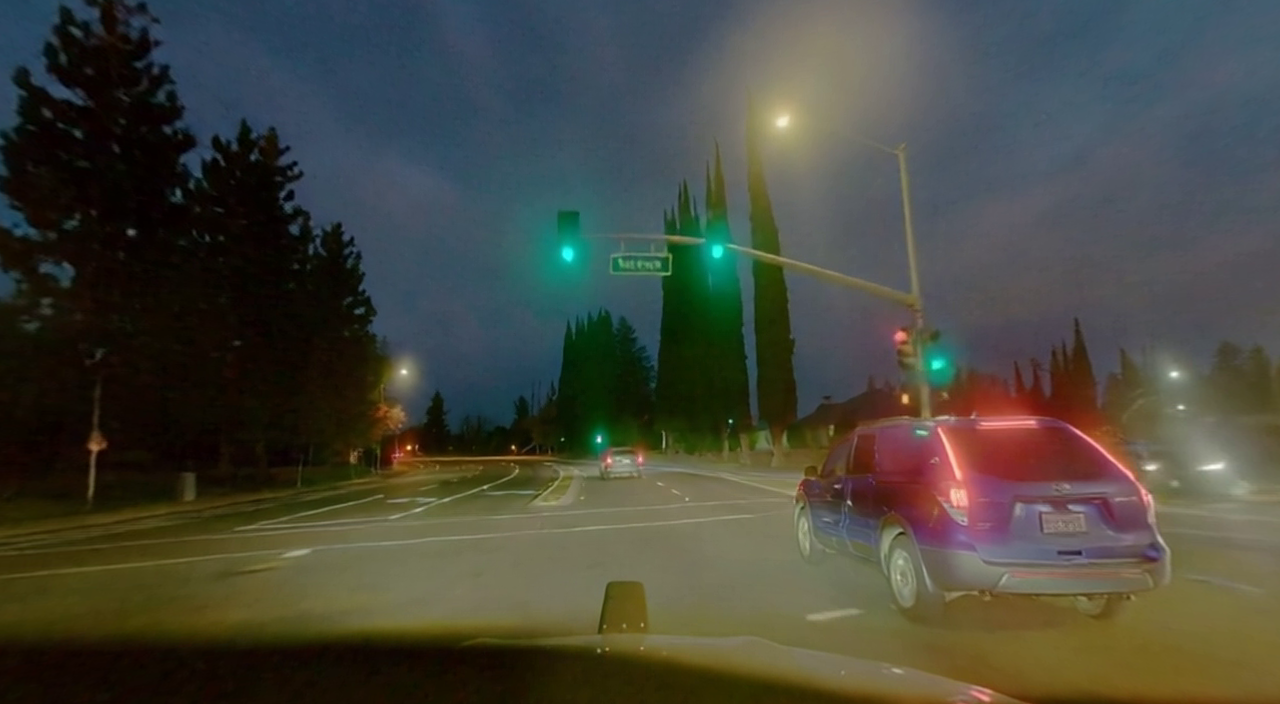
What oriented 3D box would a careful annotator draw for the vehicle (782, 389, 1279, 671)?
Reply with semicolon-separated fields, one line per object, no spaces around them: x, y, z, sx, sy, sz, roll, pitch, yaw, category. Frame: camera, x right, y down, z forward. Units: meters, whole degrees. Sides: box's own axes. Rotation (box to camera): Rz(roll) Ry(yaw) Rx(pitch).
2.987;1.396;6.171;2.024;1.686;4.588;0;-8;-1;vehicle

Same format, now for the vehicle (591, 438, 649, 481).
-1.033;4.936;29.275;2.185;1.822;4.583;1;-8;-8;vehicle
